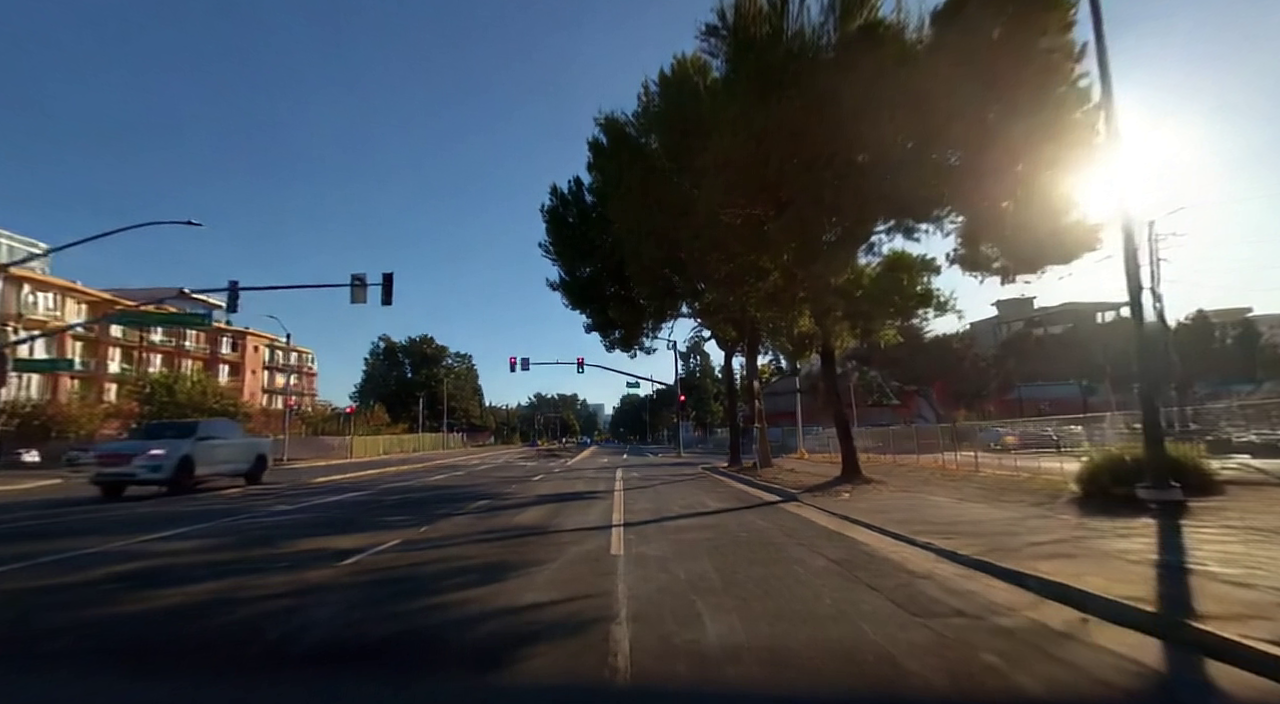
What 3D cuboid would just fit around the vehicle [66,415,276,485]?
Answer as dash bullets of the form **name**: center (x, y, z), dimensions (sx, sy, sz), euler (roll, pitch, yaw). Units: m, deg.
- **vehicle**: center (-14.650, 3.141, 20.354), dimensions (2.437, 1.910, 5.780), euler (0, -9, -2)
